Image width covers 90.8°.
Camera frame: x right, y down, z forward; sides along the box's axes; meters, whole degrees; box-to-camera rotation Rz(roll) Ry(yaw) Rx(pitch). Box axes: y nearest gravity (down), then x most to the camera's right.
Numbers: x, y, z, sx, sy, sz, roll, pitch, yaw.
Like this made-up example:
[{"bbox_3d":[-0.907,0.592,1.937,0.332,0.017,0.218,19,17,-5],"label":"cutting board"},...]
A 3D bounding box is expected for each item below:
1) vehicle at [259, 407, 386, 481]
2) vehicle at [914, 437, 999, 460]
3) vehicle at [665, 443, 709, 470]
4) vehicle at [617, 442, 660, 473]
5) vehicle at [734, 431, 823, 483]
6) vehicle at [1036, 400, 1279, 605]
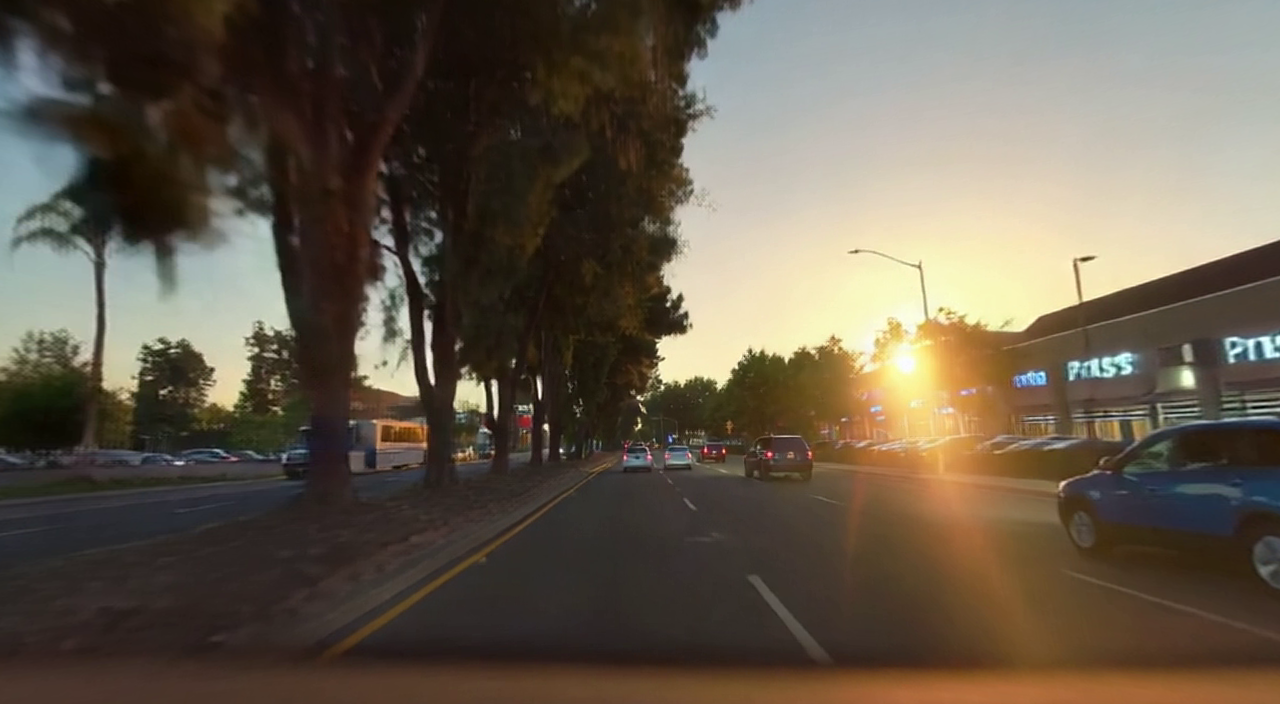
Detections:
[{"bbox_3d":[-19.319,5.722,39.338,2.999,4.017,8.806,0,-8,2],"label":"vehicle"},{"bbox_3d":[19.990,6.105,40.041,4.342,1.388,1.946,0,-8,-2],"label":"vehicle"},{"bbox_3d":[2.514,5.715,34.685,1.970,1.402,3.756,0,-8,-2],"label":"vehicle"},{"bbox_3d":[-0.114,5.292,31.908,2.056,1.440,3.798,0,-8,-1],"label":"vehicle"},{"bbox_3d":[5.163,3.991,24.285,2.140,1.811,4.593,0,-8,-3],"label":"vehicle"},{"bbox_3d":[6.165,1.351,6.036,1.949,1.647,4.261,0,-8,0],"label":"vehicle"}]
